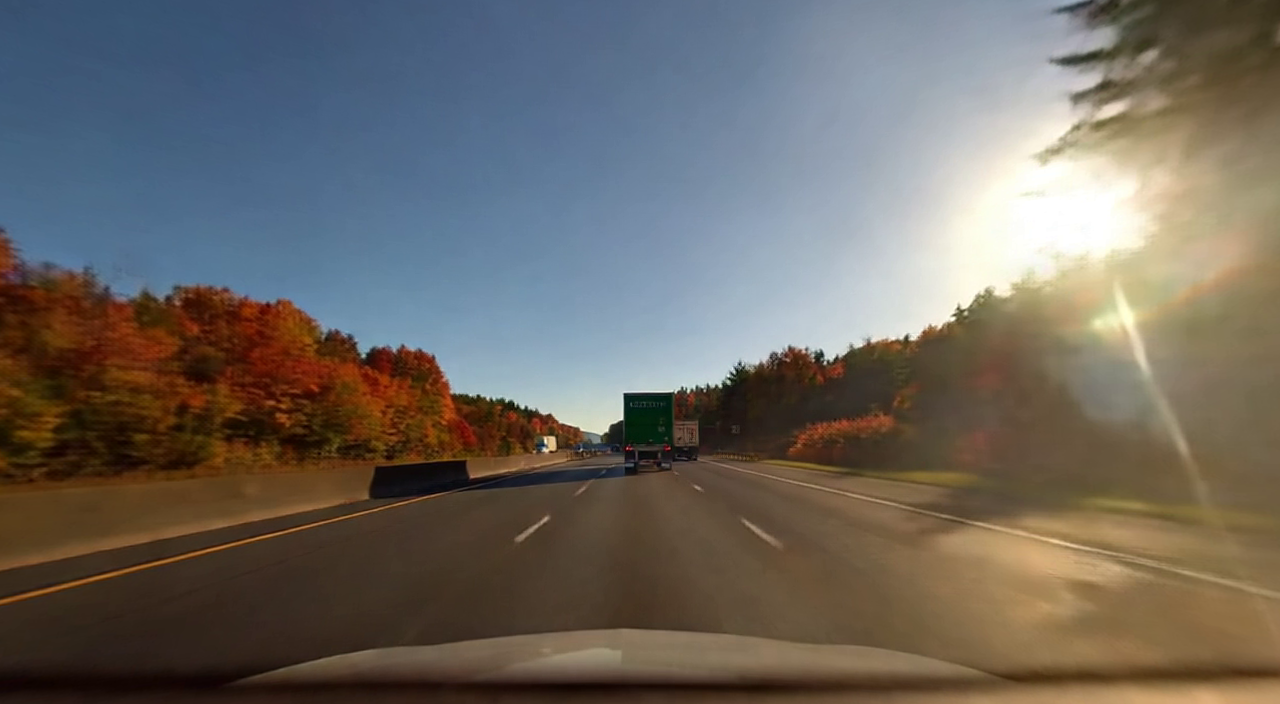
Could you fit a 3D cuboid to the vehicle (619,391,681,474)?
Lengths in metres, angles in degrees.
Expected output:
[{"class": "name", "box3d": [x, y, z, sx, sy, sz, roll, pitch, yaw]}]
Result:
[{"class": "vehicle", "box3d": [0.490, 4.819, 36.647, 3.057, 4.073, 10.792, 0, -9, 0]}]
